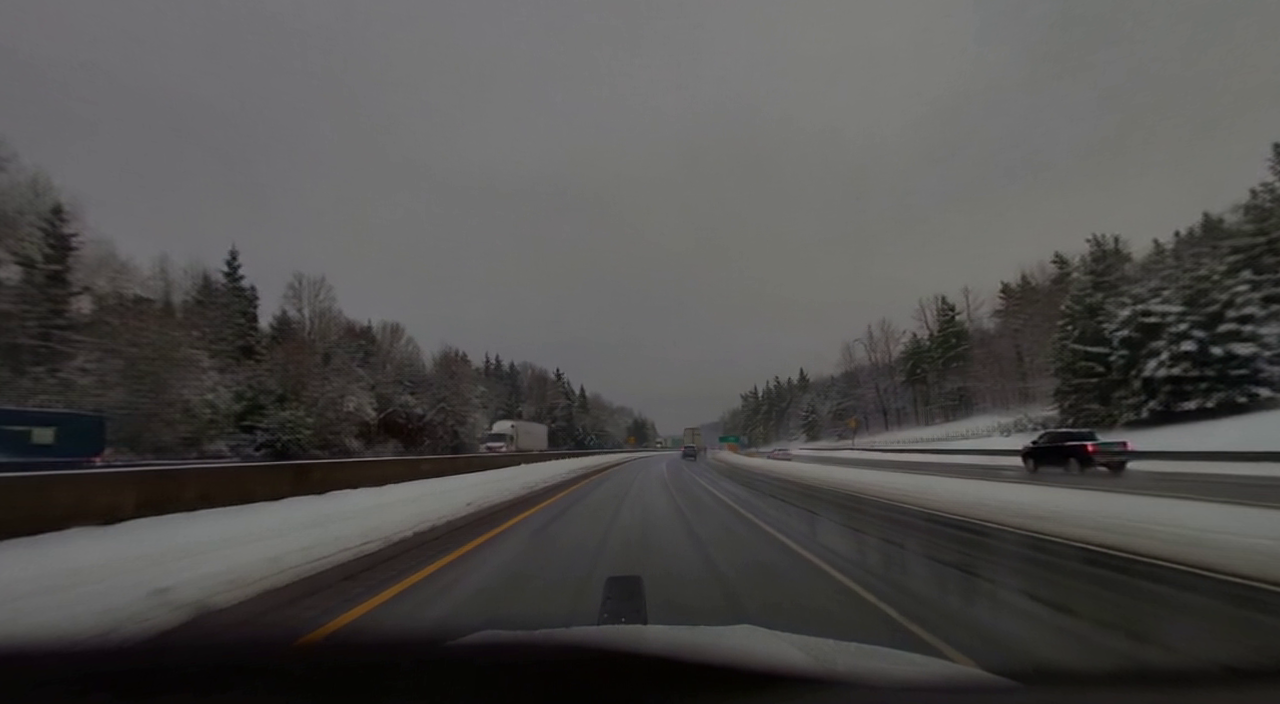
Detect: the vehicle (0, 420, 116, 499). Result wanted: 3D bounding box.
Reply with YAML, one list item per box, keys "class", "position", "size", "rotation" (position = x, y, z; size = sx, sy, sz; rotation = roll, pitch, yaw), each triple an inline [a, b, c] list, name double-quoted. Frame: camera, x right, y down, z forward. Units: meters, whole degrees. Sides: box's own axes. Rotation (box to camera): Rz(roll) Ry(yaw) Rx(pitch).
- class: "vehicle"
  position: [-28.504, 4.919, 28.977]
  size: [2.902, 3.325, 6.480]
  rotation: [-1, -9, 2]

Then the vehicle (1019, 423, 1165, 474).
- class: "vehicle"
  position: [17.559, 3.801, 24.830]
  size: [2.061, 1.776, 4.476]
  rotation: [1, -9, -7]
